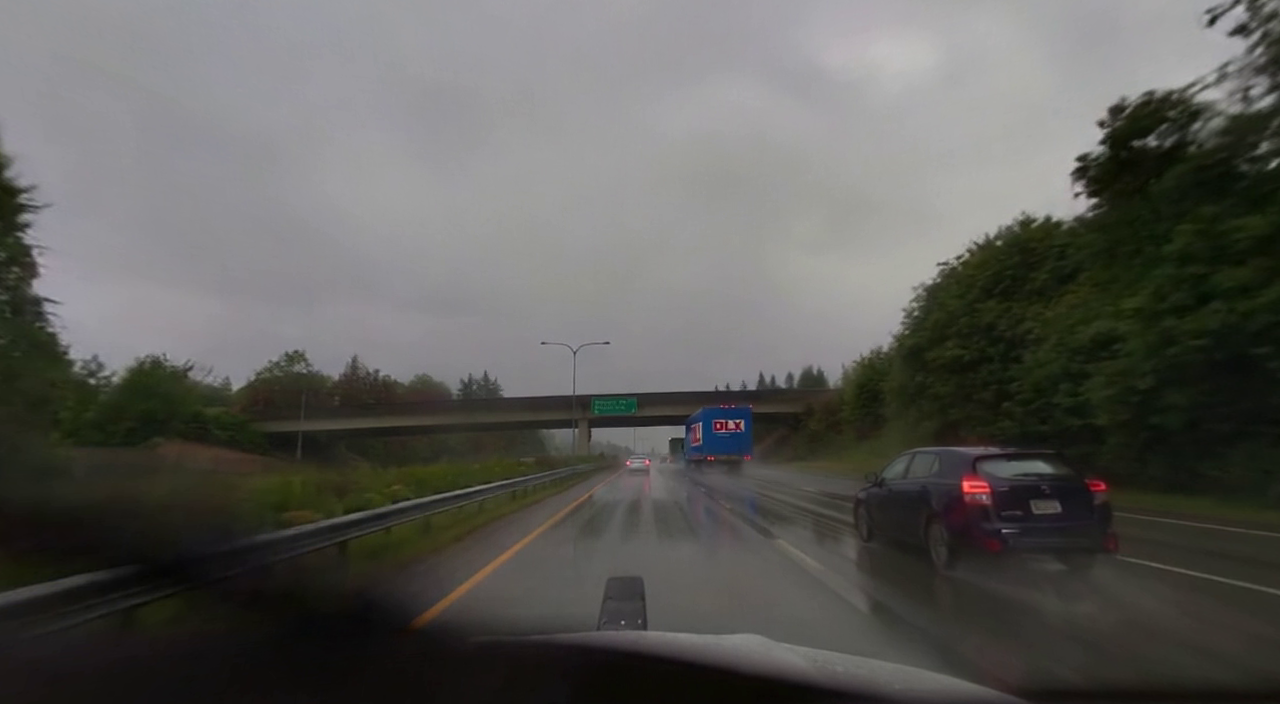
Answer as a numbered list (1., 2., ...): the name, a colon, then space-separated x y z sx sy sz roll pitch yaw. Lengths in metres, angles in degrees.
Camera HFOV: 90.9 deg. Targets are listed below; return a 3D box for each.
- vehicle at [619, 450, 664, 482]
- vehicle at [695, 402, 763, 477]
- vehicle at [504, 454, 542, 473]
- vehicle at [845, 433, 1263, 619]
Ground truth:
1. vehicle: 0.064 5.494 30.708 2.055 1.445 3.661 0 -9 0
2. vehicle: 5.069 5.271 37.693 2.838 3.985 8.010 0 -9 0
3. vehicle: -9.187 8.751 49.689 1.937 1.415 4.356 -1 -9 4
4. vehicle: 3.986 1.709 7.156 1.894 1.452 4.164 0 -9 0
